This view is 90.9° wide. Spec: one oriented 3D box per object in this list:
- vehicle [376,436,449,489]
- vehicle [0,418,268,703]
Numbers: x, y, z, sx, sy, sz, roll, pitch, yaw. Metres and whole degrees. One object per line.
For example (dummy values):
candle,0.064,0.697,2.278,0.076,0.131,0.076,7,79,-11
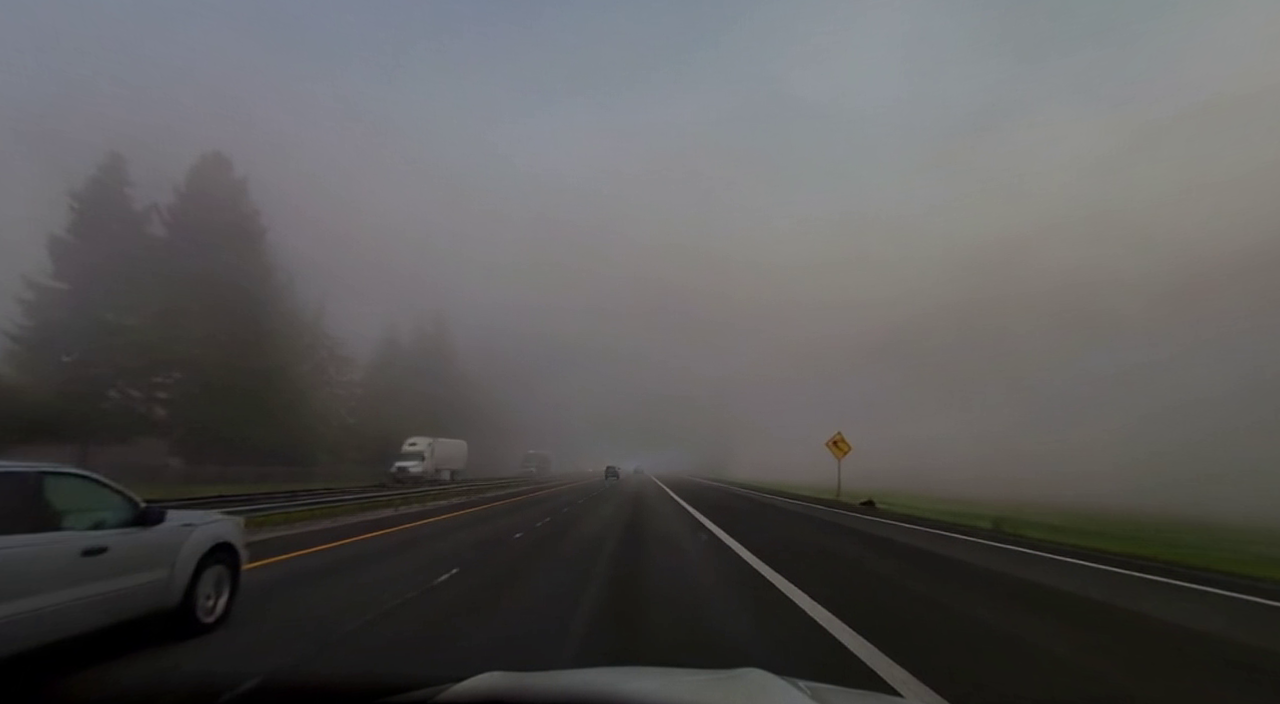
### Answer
vehicle,-17.291,8.485,48.379,3.012,3.730,6.328,0,-10,0
vehicle,-3.942,0.994,2.598,2.043,1.486,4.442,1,-10,0
